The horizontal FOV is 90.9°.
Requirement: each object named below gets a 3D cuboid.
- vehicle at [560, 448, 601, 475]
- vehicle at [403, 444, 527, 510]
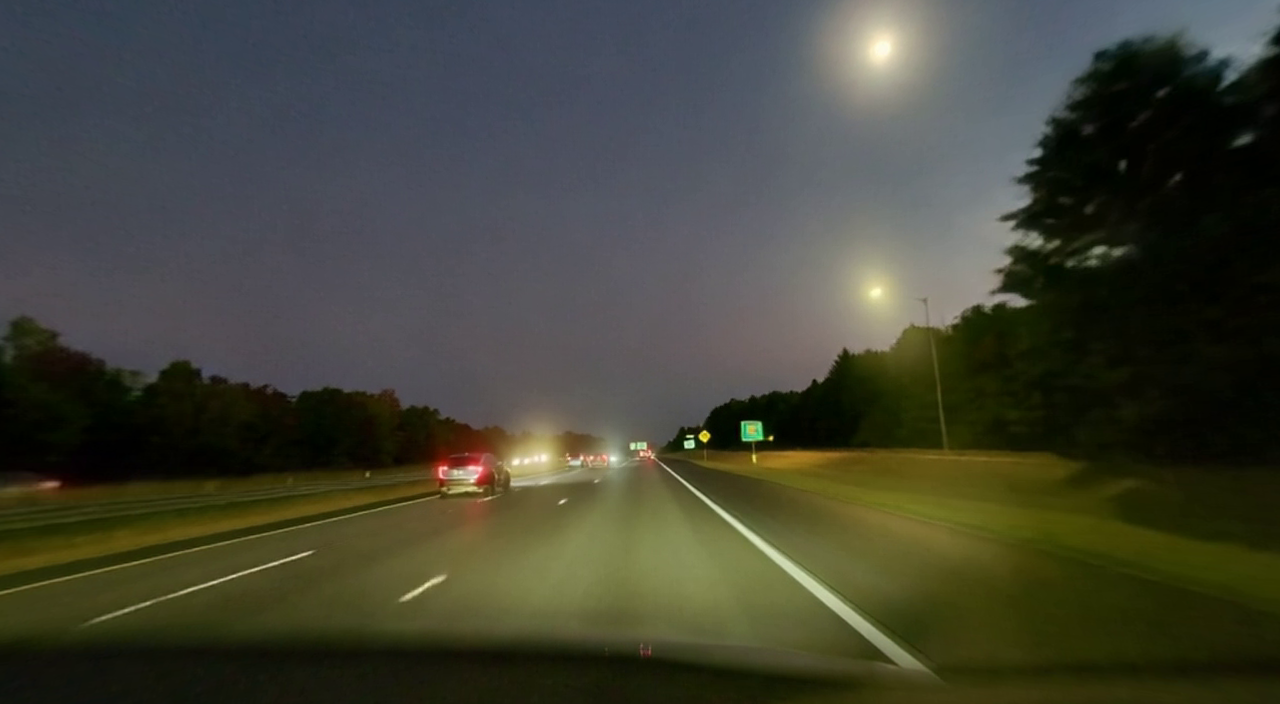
[{"bbox_3d":[-3.520,6.552,37.904,2.005,1.474,3.921,0,-9,1],"label":"vehicle"},{"bbox_3d":[-4.486,3.263,16.962,1.975,1.501,4.603,0,-9,1],"label":"vehicle"}]
